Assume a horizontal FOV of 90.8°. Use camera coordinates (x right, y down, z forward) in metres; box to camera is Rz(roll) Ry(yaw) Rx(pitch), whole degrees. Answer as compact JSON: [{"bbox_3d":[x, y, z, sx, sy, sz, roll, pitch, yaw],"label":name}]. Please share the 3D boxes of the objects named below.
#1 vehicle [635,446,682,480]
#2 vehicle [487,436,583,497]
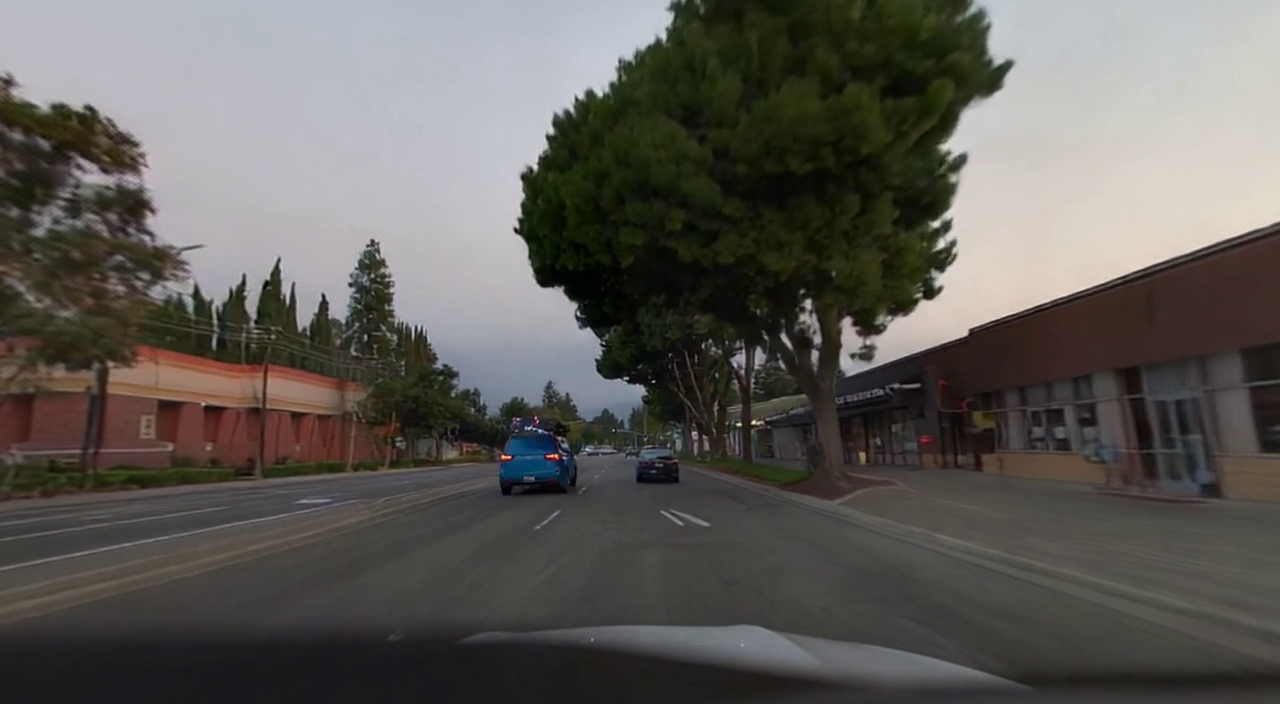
[{"bbox_3d":[0.801,5.282,30.336,2.103,1.487,4.101,0,-9,0],"label":"vehicle"},{"bbox_3d":[-3.320,3.769,21.212,2.464,1.777,5.128,0,-9,-2],"label":"vehicle"}]
